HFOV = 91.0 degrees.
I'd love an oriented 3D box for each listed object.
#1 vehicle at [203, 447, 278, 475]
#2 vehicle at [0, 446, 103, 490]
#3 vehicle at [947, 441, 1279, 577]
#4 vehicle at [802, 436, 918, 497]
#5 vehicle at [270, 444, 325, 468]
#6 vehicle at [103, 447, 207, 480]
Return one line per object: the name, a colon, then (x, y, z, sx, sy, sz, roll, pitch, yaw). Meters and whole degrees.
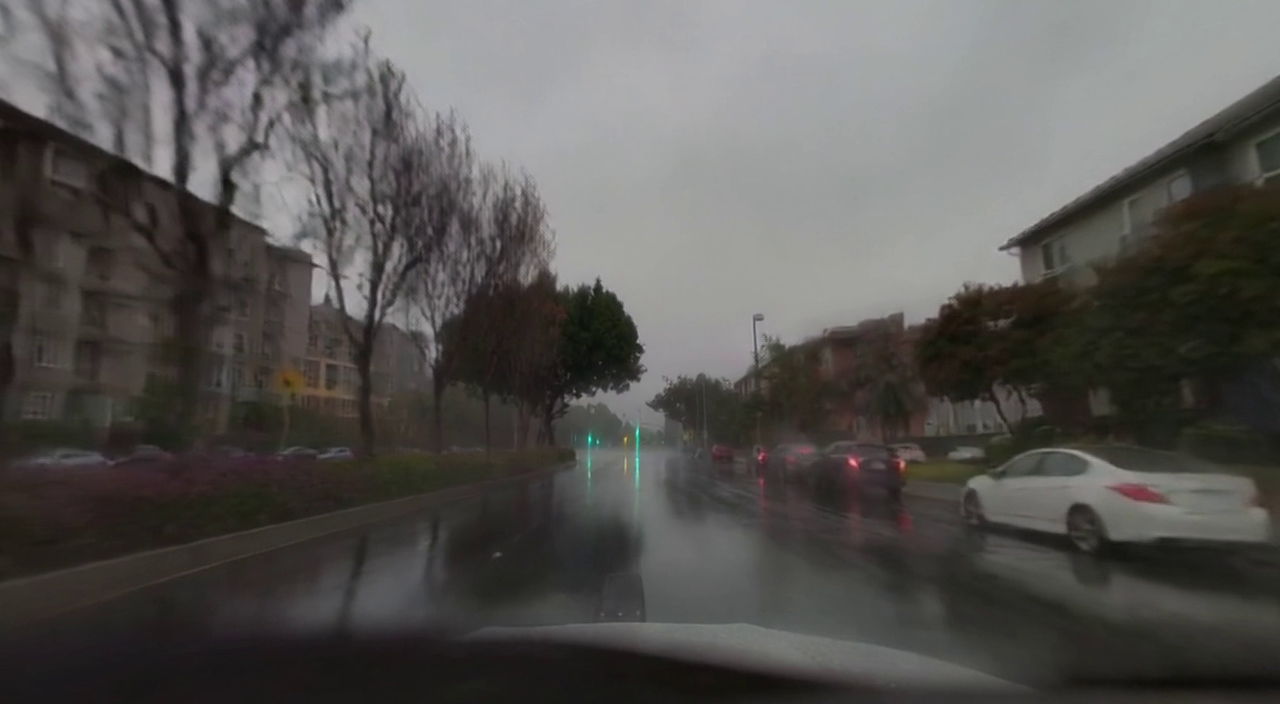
vehicle: (-25.661, 6.967, 40.594, 1.945, 1.694, 4.329, 0, -8, 0)
vehicle: (-25.897, 4.964, 27.279, 1.730, 1.734, 4.001, 0, -8, -2)
vehicle: (6.991, 2.075, 9.360, 2.145, 1.470, 4.693, 1, -8, -5)
vehicle: (6.758, 3.536, 19.928, 2.078, 1.699, 4.292, 0, -8, -1)
vehicle: (-25.792, 7.814, 47.529, 1.781, 1.666, 4.238, 0, -8, 0)
vehicle: (-25.861, 5.935, 33.798, 1.996, 1.650, 4.382, 0, -8, 2)
